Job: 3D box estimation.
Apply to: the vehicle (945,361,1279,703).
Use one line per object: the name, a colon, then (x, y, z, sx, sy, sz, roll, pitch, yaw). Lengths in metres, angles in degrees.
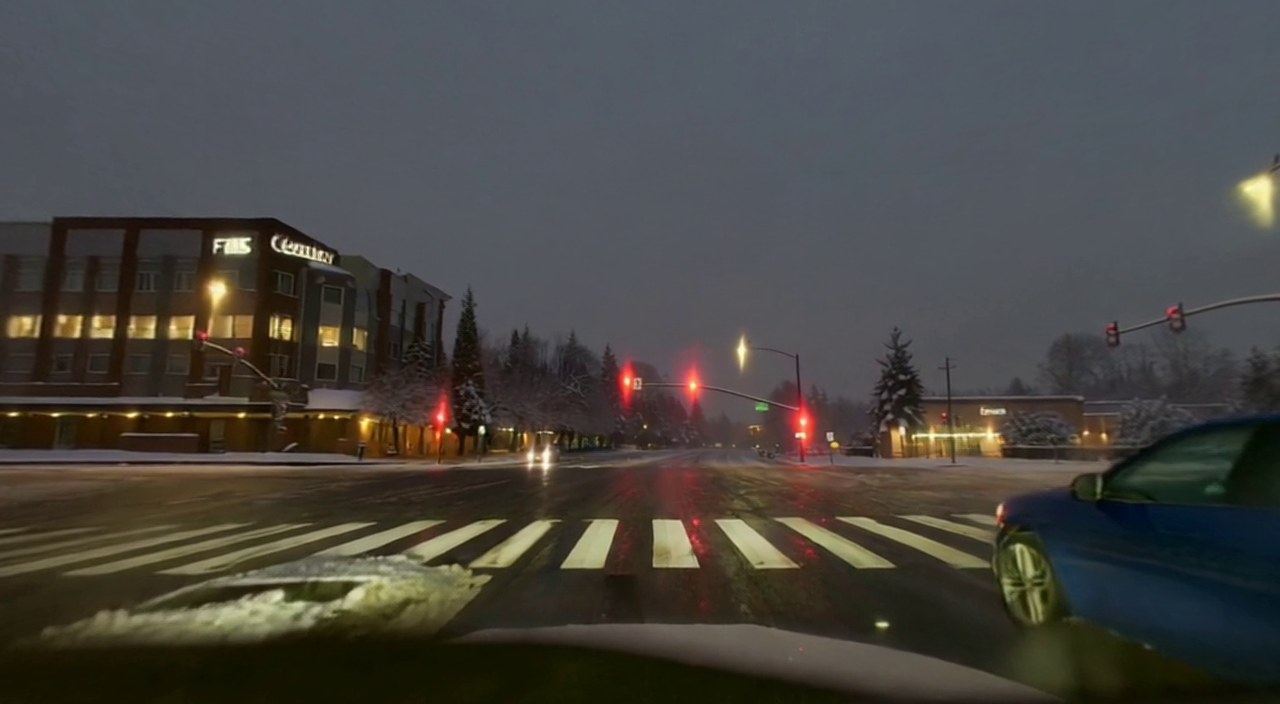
vehicle: (3.471, 0.928, 2.895, 2.067, 1.625, 4.073, 0, -8, 0)
